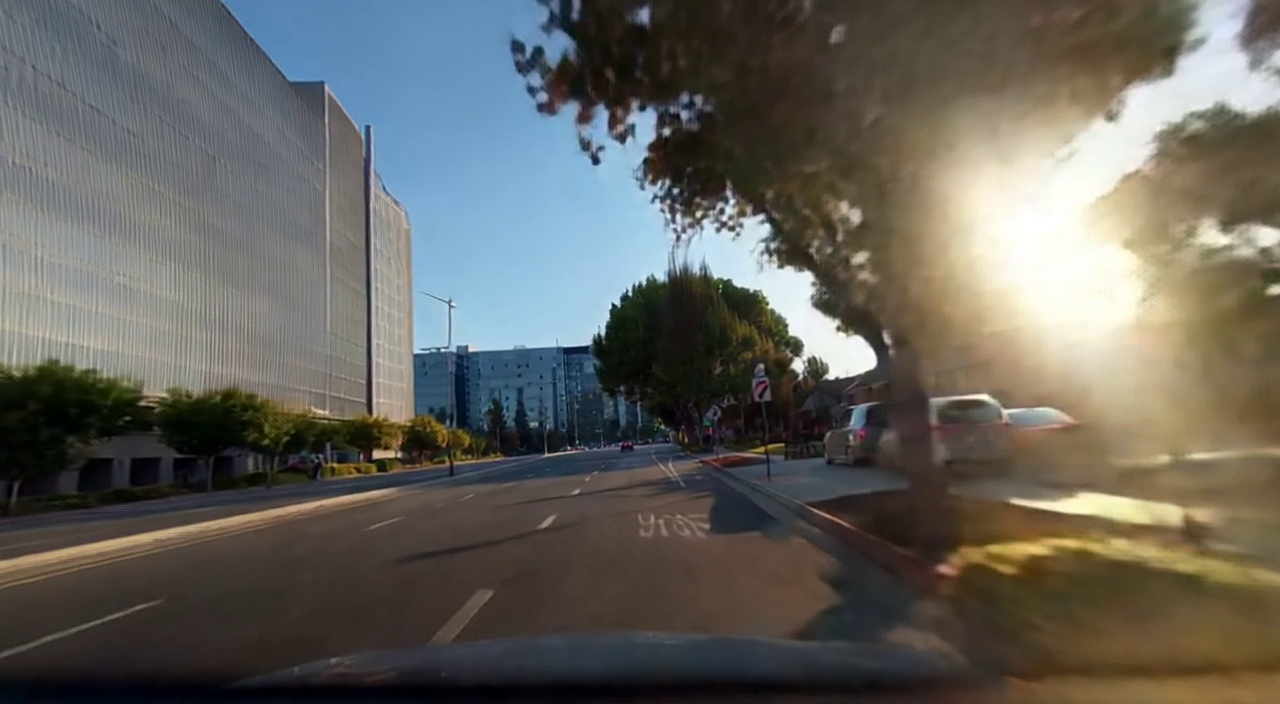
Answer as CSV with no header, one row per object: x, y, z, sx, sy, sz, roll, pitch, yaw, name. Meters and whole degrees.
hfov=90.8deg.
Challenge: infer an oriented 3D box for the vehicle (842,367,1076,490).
6.473,1.726,13.774,2.160,1.944,5.086,-7,-8,-2,vehicle
